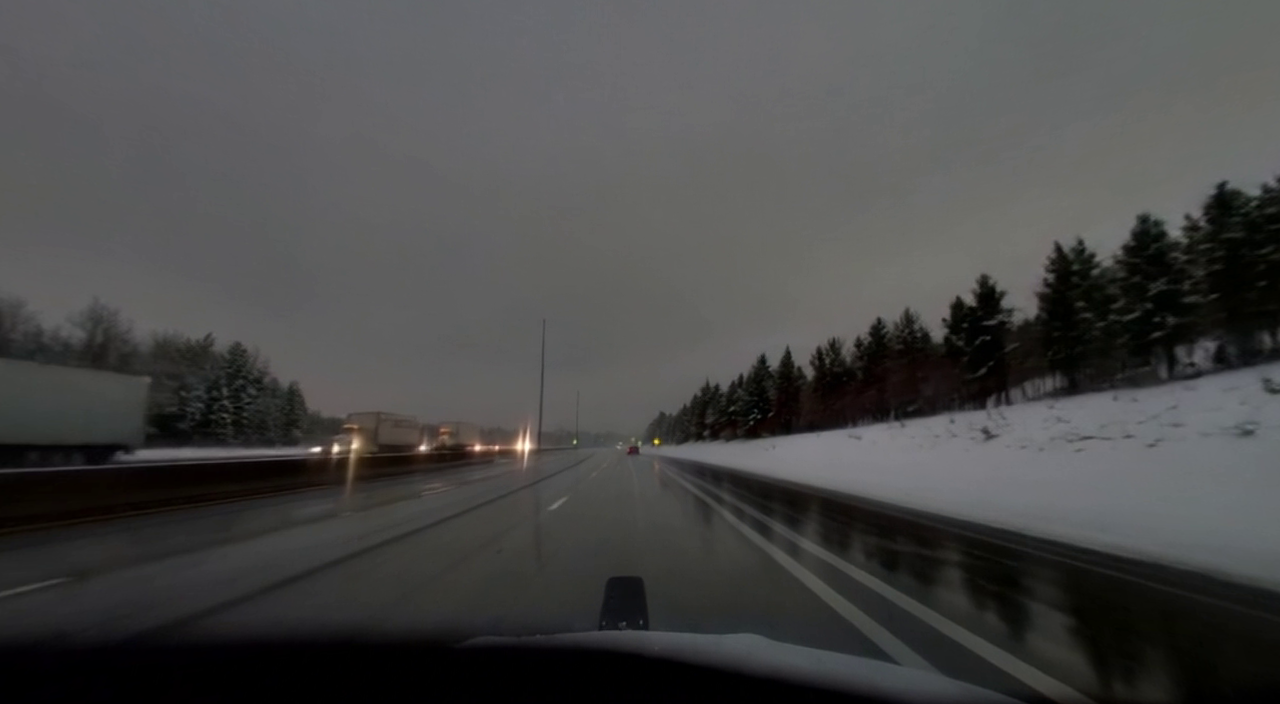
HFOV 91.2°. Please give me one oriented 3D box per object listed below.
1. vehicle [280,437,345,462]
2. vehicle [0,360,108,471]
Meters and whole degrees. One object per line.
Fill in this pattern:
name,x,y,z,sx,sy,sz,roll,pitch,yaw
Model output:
vehicle,-21.321,6.355,41.083,1.829,1.517,4.576,0,-9,-1
vehicle,-25.188,1.974,20.850,2.903,4.069,13.982,0,-9,-1
